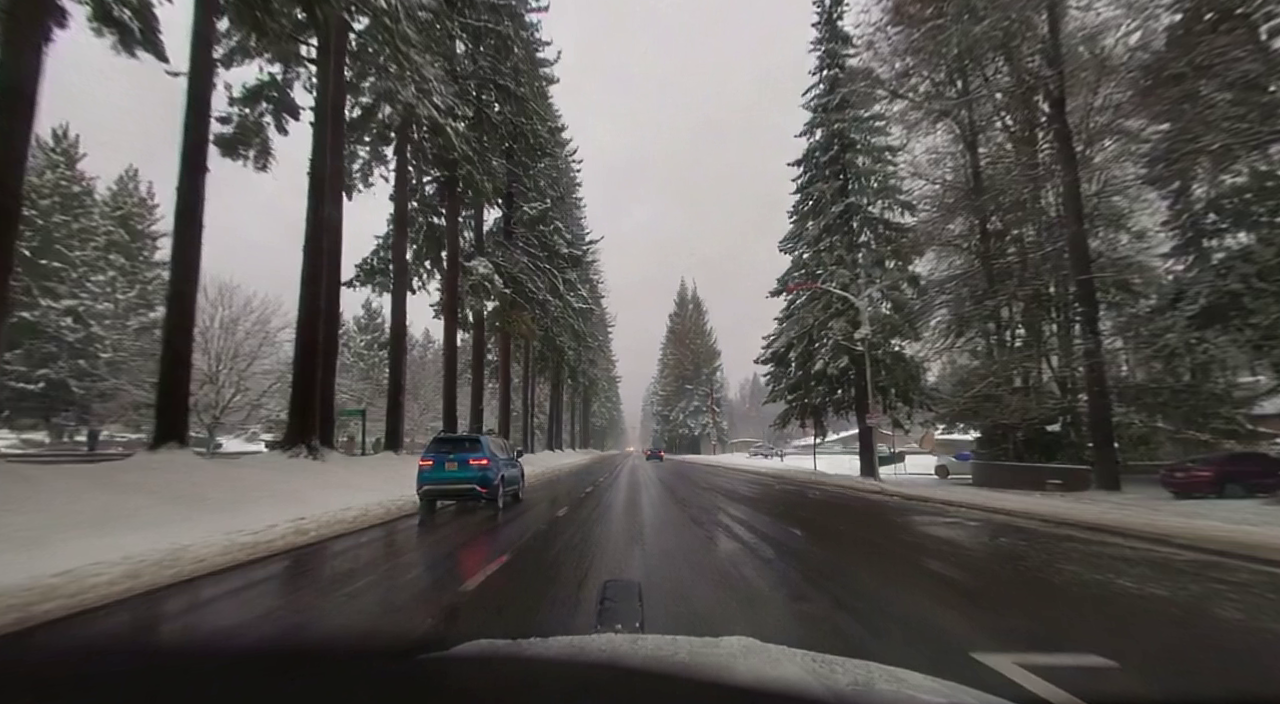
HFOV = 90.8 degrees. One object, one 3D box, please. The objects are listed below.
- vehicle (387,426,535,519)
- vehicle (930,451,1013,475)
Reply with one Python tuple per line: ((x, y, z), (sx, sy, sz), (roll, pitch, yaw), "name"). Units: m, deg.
((-3.772, 2.614, 14.253), (2.078, 1.748, 4.279), (0, -8, 0), "vehicle")
((20.855, 6.994, 39.878), (4.145, 1.418, 1.988), (-1, -8, 8), "vehicle")
